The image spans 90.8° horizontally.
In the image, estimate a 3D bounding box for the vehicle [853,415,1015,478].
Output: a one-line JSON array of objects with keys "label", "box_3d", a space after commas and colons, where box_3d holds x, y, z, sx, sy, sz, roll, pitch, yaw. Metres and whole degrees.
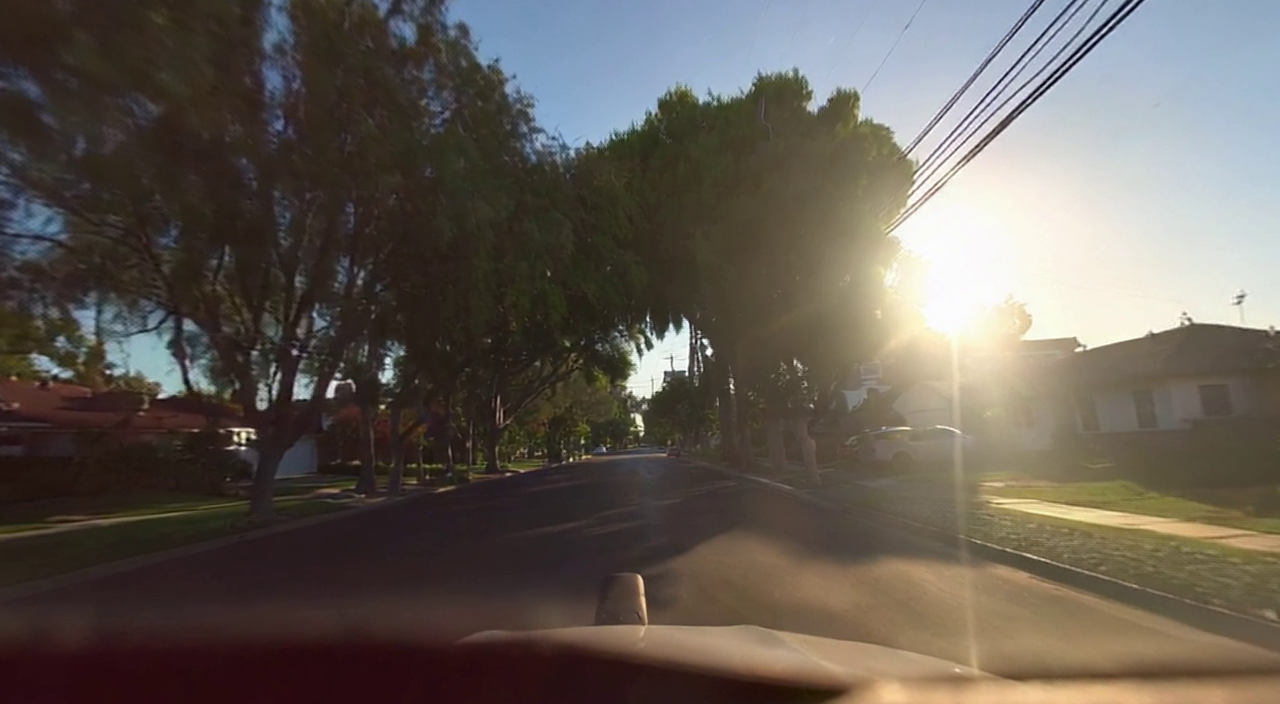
[{"label": "vehicle", "box_3d": [10.312, 3.353, 22.450, 4.555, 1.803, 2.151, -4, -8, -2]}]
